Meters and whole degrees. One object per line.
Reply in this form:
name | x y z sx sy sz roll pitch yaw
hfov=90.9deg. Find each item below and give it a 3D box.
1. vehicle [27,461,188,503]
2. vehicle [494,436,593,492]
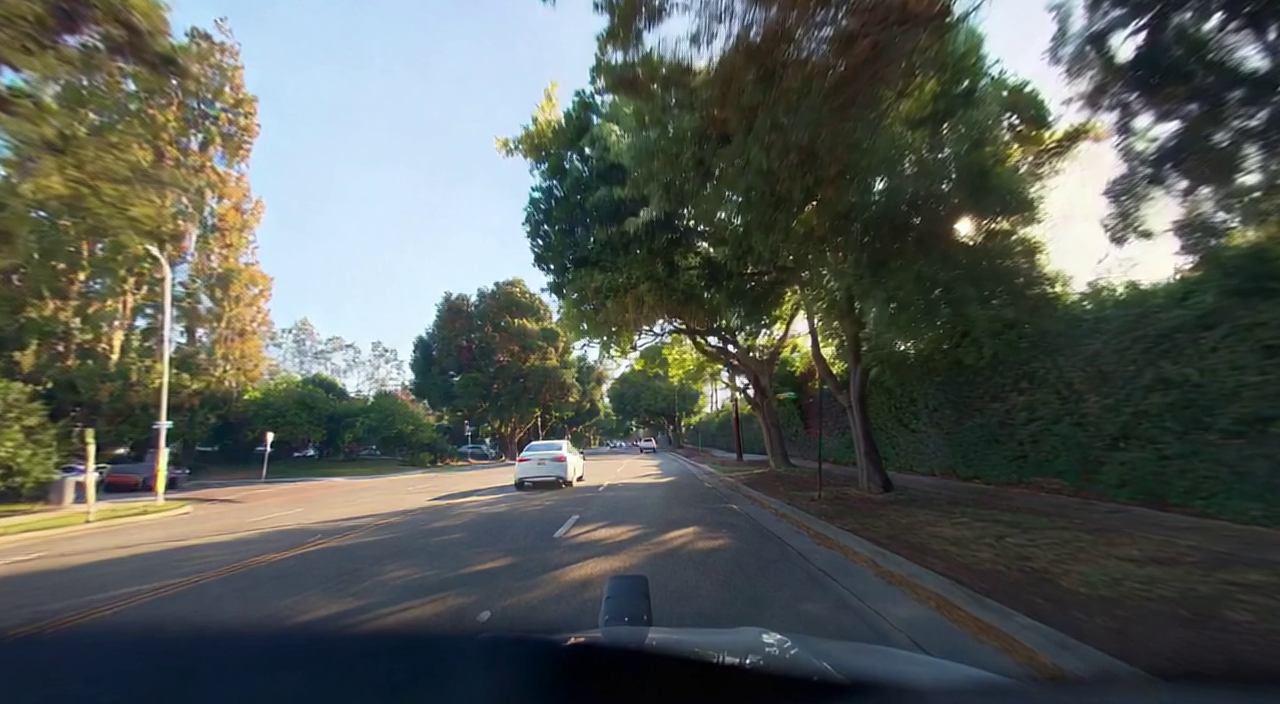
vehicle | -20.010 4.865 23.802 4.462 1.455 1.846 -1 -8 3
vehicle | -2.715 3.281 18.840 2.153 1.461 4.374 0 -8 2
